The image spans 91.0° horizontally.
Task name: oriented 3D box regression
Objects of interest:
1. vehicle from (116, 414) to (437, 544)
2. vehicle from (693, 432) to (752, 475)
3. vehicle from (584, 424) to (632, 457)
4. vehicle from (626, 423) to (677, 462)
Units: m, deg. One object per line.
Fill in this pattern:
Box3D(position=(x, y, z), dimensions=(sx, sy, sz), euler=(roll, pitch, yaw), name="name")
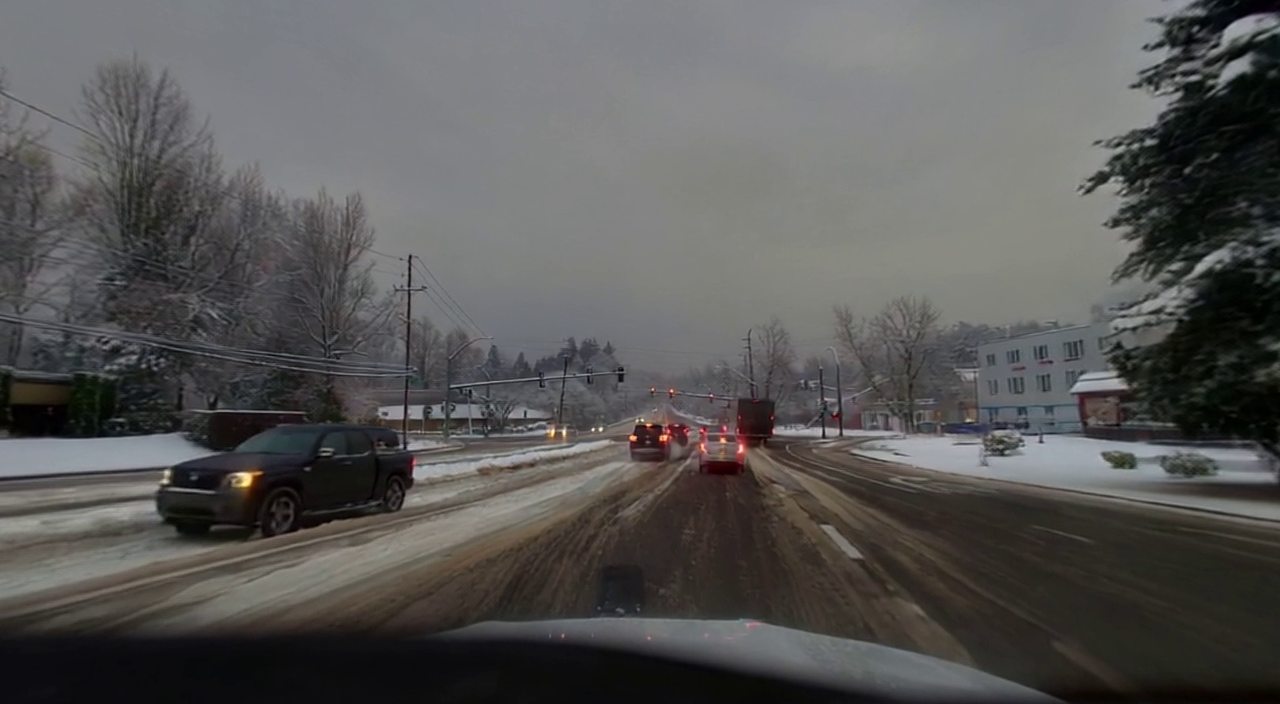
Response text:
Box3D(position=(-5.033, 1.816, 9.594), dimensions=(2.010, 1.515, 4.152), euler=(-1, -9, 8), name="vehicle")
Box3D(position=(3.282, 3.987, 24.920), dimensions=(2.109, 1.500, 4.585), euler=(-1, -9, 8), name="vehicle")
Box3D(position=(-1.807, 5.273, 37.374), dimensions=(2.078, 1.787, 5.006), euler=(-1, -9, 6), name="vehicle")
Box3D(position=(0.681, 4.751, 33.062), dimensions=(2.188, 1.892, 4.488), euler=(-1, -9, 7), name="vehicle")
